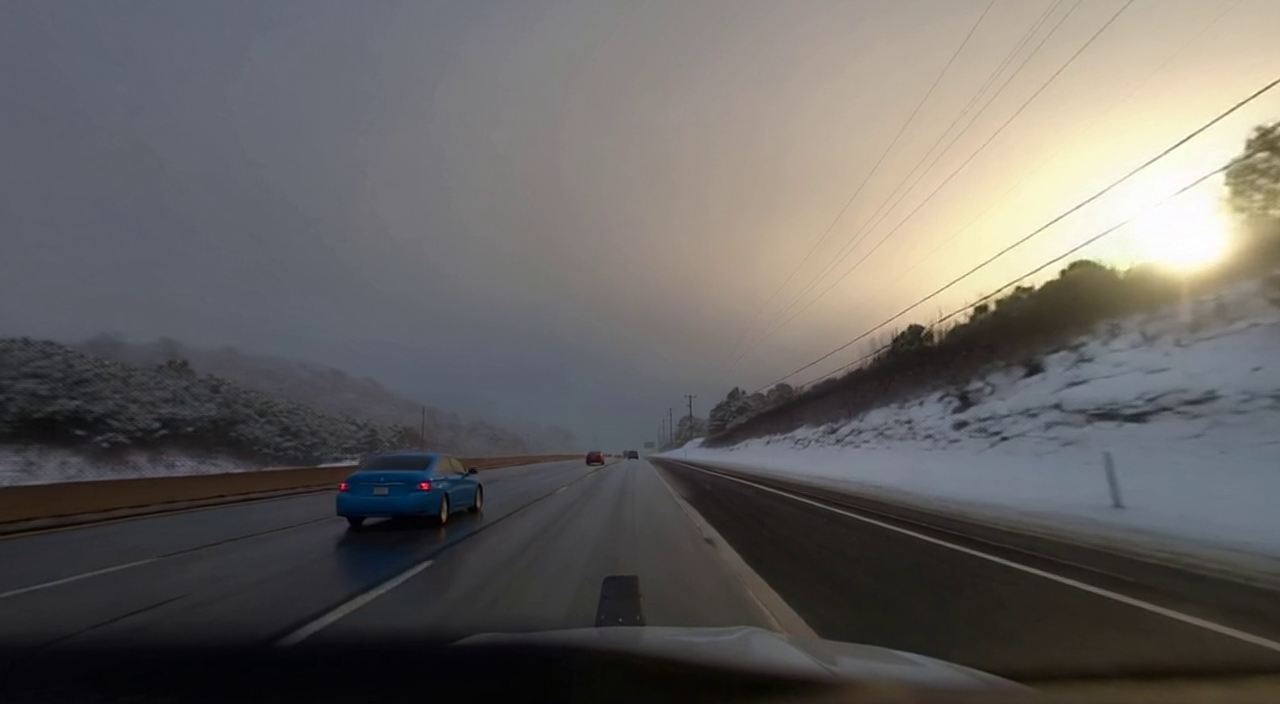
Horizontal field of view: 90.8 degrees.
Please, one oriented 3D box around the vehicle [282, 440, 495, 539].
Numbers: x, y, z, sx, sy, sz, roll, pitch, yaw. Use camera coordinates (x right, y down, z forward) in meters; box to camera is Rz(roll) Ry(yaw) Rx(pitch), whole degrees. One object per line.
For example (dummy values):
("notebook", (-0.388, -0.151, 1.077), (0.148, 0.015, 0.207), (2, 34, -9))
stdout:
("vehicle", (-4.423, 2.486, 12.202), (2.064, 1.489, 4.966), (0, -9, 0))
